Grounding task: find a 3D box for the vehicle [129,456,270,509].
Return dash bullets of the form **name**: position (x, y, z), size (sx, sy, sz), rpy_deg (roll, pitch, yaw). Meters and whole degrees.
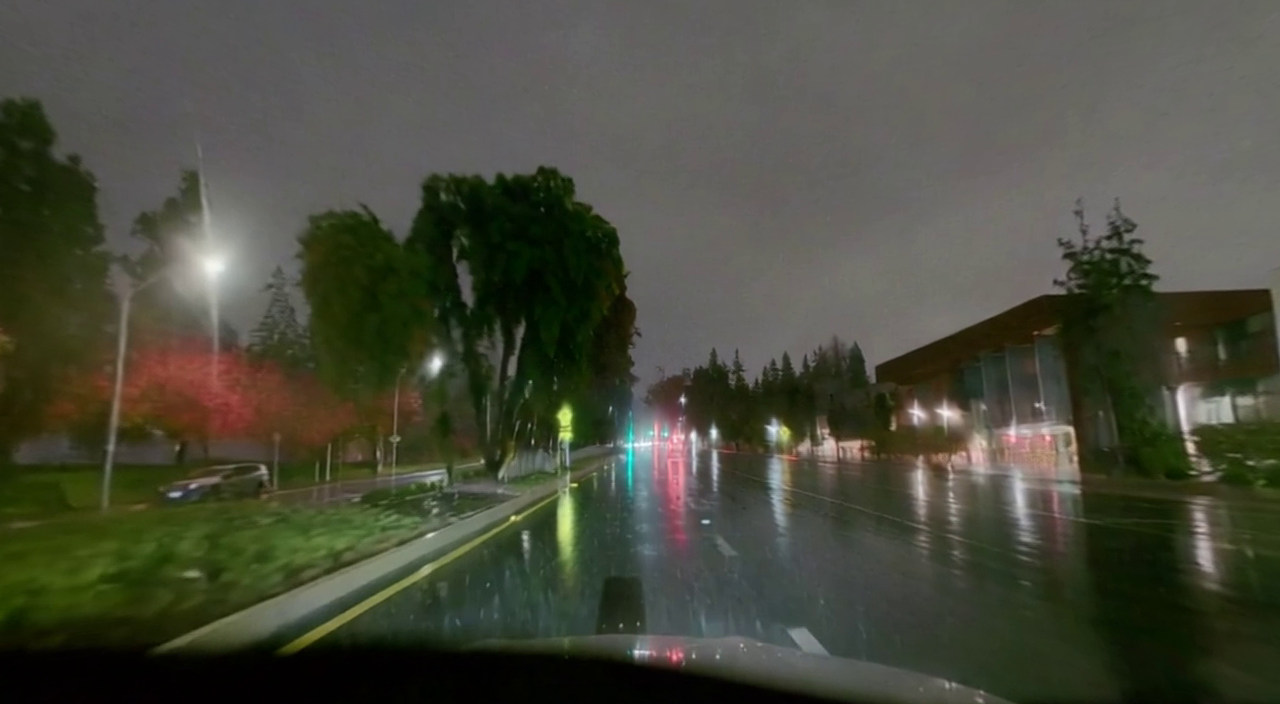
- **vehicle**: position (-15.997, 4.707, 23.301), size (1.975, 1.629, 4.491), rpy_deg (0, -8, -1)
